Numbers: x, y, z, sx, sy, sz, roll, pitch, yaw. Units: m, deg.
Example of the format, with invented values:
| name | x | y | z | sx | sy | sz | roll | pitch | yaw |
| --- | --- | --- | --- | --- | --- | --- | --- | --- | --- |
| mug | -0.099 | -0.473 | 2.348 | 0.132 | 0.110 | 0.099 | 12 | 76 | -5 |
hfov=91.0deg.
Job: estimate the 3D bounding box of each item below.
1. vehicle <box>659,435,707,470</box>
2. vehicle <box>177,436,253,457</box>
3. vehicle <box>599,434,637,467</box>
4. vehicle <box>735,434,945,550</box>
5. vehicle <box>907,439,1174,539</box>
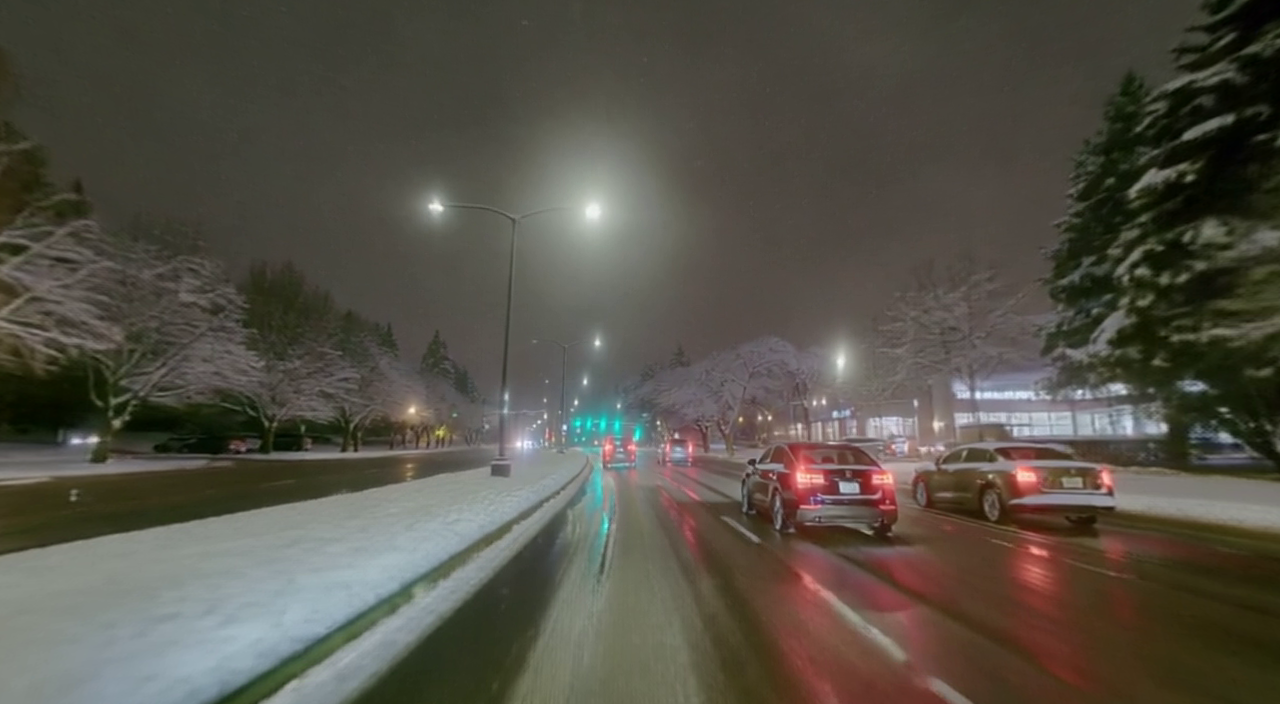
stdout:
| name | x | y | z | sx | sy | sz | roll | pitch | yaw |
| --- | --- | --- | --- | --- | --- | --- | --- | --- | --- |
| vehicle | 2.283 | 5.445 | 34.318 | 2.000 | 1.745 | 4.206 | 1 | -8 | -4 |
| vehicle | -31.346 | 6.975 | 46.476 | 4.040 | 1.501 | 2.088 | 1 | -8 | -5 |
| vehicle | -1.384 | 5.872 | 37.671 | 2.051 | 1.798 | 4.168 | 1 | -8 | -5 |
| vehicle | 2.864 | 2.092 | 10.159 | 1.883 | 1.452 | 4.258 | 0 | -8 | -2 |
| vehicle | 6.817 | 2.332 | 11.437 | 1.917 | 1.457 | 4.274 | 0 | -8 | -2 |
